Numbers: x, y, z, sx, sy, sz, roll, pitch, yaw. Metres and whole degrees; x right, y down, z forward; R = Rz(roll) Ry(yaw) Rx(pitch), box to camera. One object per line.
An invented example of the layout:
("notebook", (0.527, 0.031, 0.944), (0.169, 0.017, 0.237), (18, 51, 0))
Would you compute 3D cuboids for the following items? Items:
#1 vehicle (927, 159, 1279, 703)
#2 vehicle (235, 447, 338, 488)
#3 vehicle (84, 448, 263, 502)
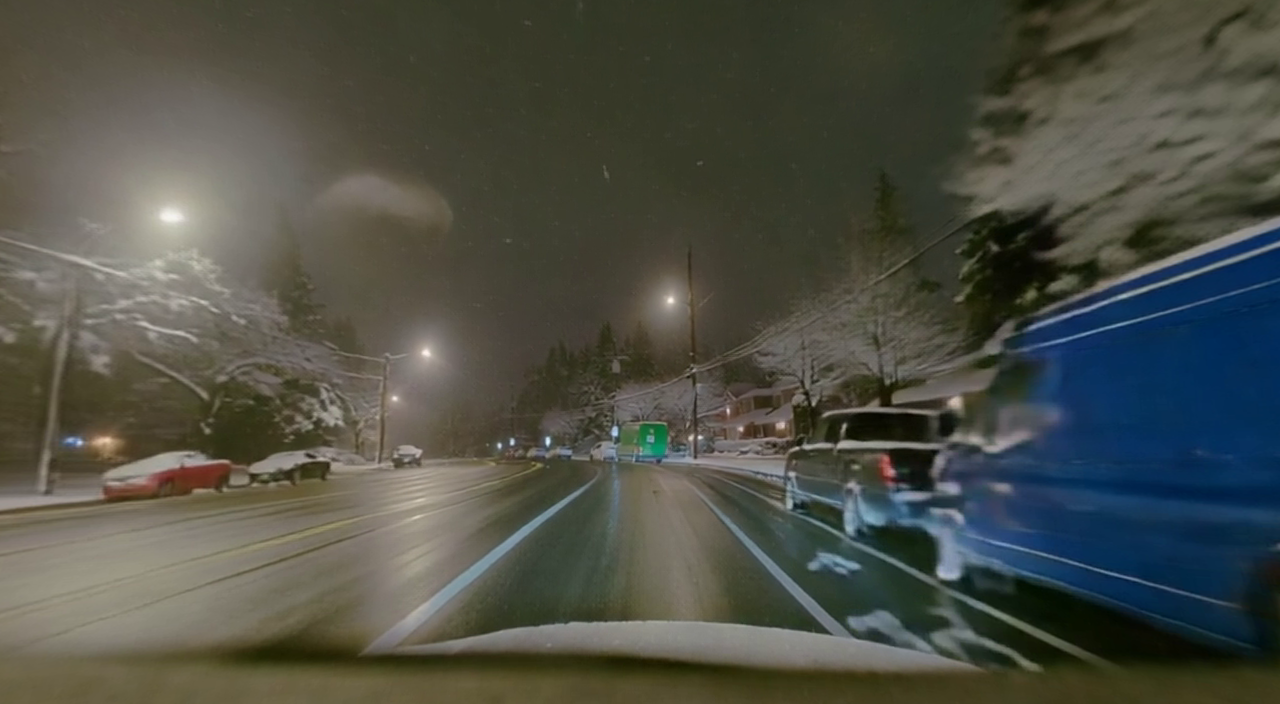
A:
("vehicle", (4.346, 0.630, 4.056), (2.229, 2.912, 5.697), (0, -8, 0))
("vehicle", (-14.978, 4.874, 26.910), (1.934, 1.480, 4.510), (-3, -8, -2))
("vehicle", (-14.913, 3.917, 20.521), (1.990, 1.487, 4.767), (-1, -8, 3))
